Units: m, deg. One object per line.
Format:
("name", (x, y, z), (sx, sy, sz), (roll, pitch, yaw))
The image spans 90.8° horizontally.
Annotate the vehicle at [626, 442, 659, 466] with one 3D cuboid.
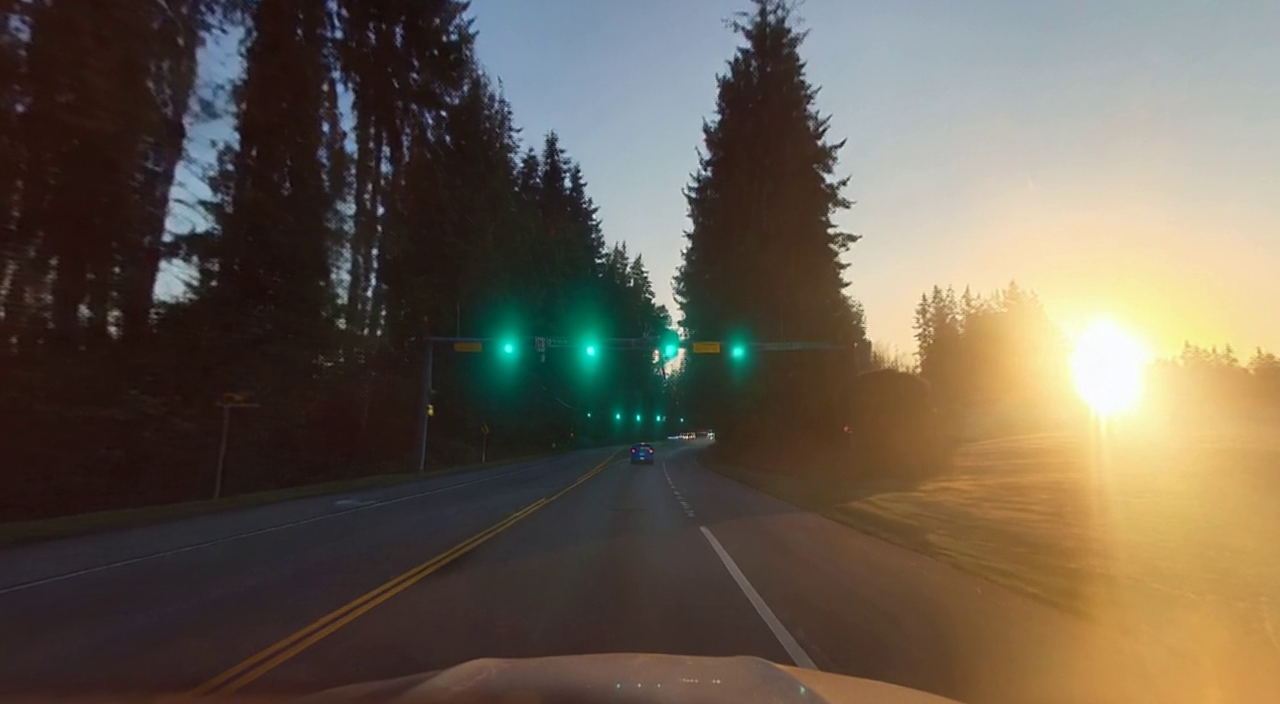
("vehicle", (0.202, 6.694, 41.702), (2.042, 1.489, 3.963), (0, -9, 1))
